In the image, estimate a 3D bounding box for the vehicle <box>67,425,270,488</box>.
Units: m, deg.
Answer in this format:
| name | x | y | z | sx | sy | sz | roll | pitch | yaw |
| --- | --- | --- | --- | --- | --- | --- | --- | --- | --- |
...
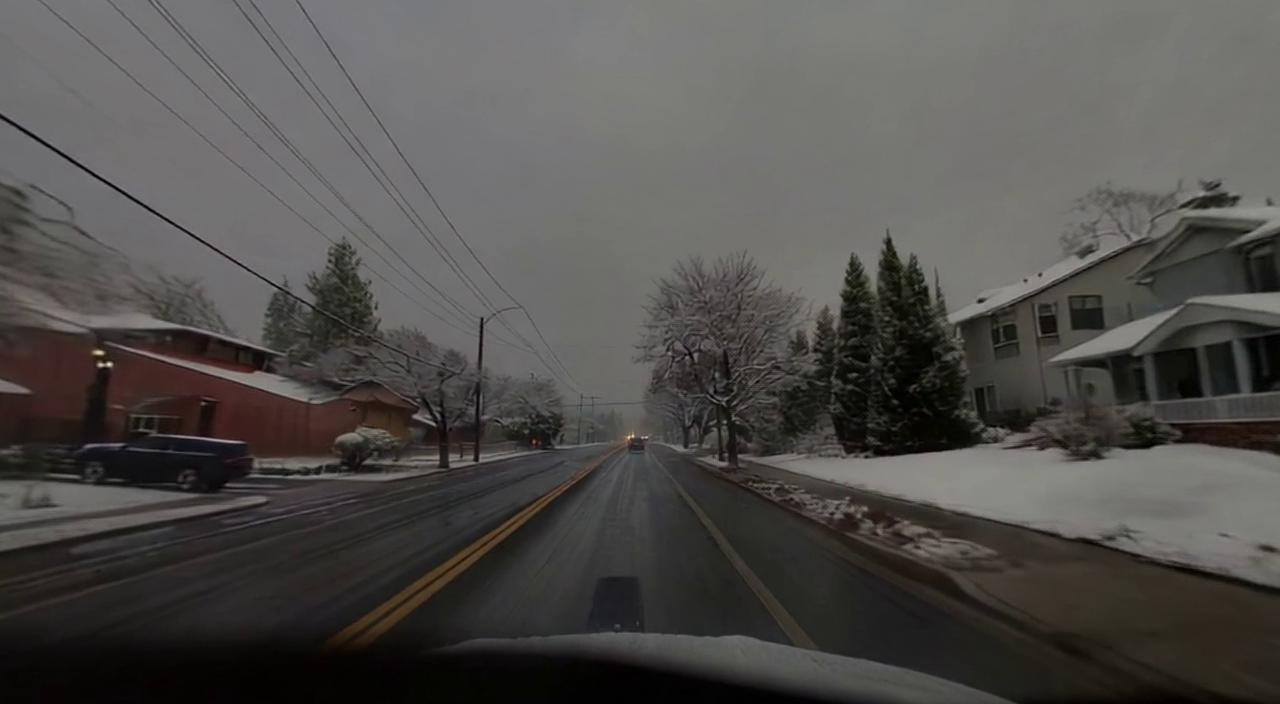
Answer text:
| name | x | y | z | sx | sy | sz | roll | pitch | yaw |
| --- | --- | --- | --- | --- | --- | --- | --- | --- | --- |
| vehicle | -14.771 | 3.298 | 20.074 | 4.662 | 1.832 | 2.063 | 1 | -8 | -5 |
